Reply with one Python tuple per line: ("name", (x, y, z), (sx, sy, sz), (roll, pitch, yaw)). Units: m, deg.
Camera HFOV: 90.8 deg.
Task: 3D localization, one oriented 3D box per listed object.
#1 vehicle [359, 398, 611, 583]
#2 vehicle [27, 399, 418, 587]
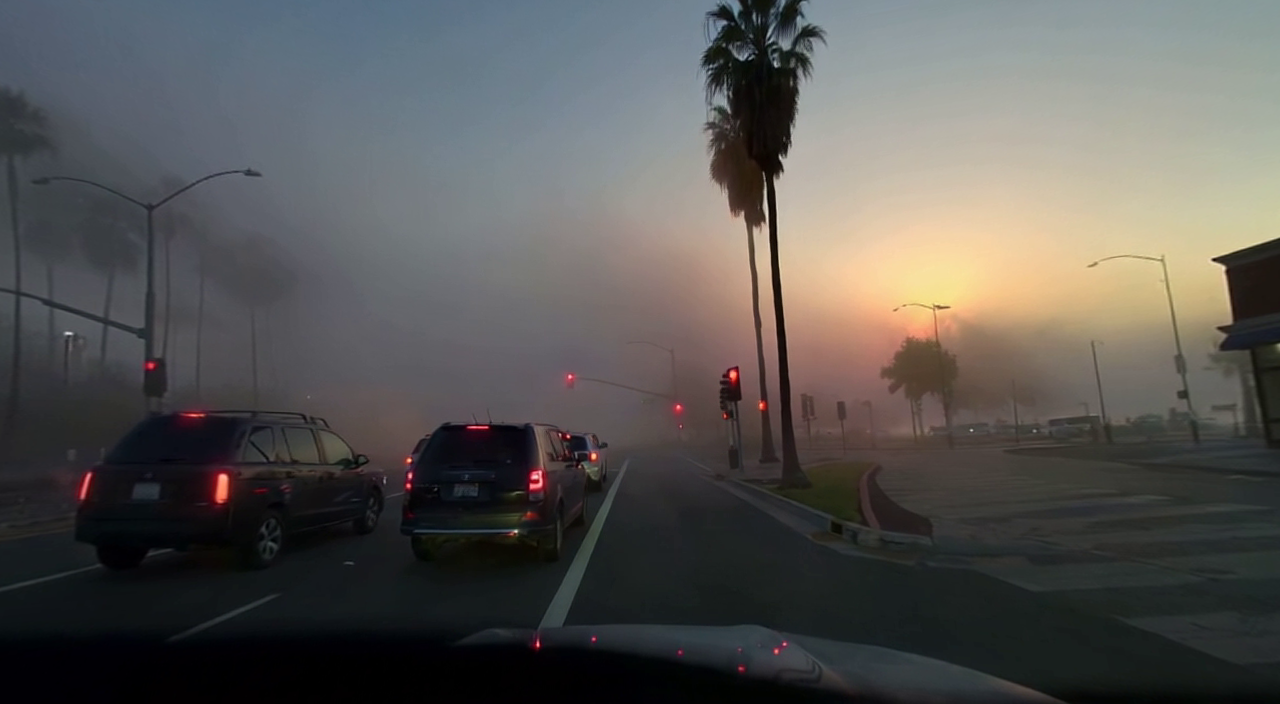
("vehicle", (-1.584, 1.662, 8.299), (2.153, 1.759, 4.320), (0, -9, 1))
("vehicle", (-5.025, 1.768, 8.760), (2.025, 1.862, 4.804), (0, -9, 1))
